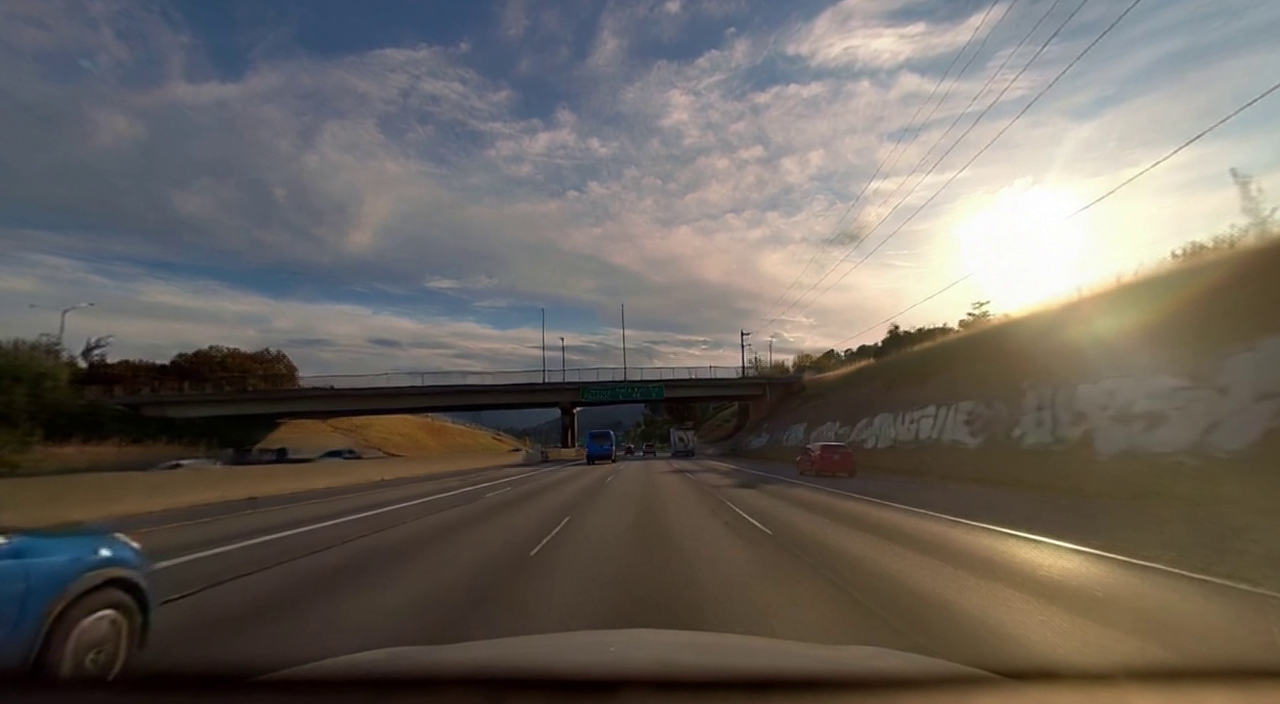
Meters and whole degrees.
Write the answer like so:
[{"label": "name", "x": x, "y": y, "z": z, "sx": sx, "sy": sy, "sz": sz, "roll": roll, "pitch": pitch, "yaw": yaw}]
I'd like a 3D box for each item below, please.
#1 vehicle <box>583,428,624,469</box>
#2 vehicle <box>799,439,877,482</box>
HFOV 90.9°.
[{"label": "vehicle", "x": -2.437, "y": 6.633, "z": 43.347, "sx": 2.451, "sy": 2.627, "sz": 5.868, "roll": 0, "pitch": -9, "yaw": 0}, {"label": "vehicle", "x": 8.367, "y": 4.628, "z": 27.033, "sx": 1.936, "sy": 1.664, "sz": 4.198, "roll": 0, "pitch": -9, "yaw": -1}]
